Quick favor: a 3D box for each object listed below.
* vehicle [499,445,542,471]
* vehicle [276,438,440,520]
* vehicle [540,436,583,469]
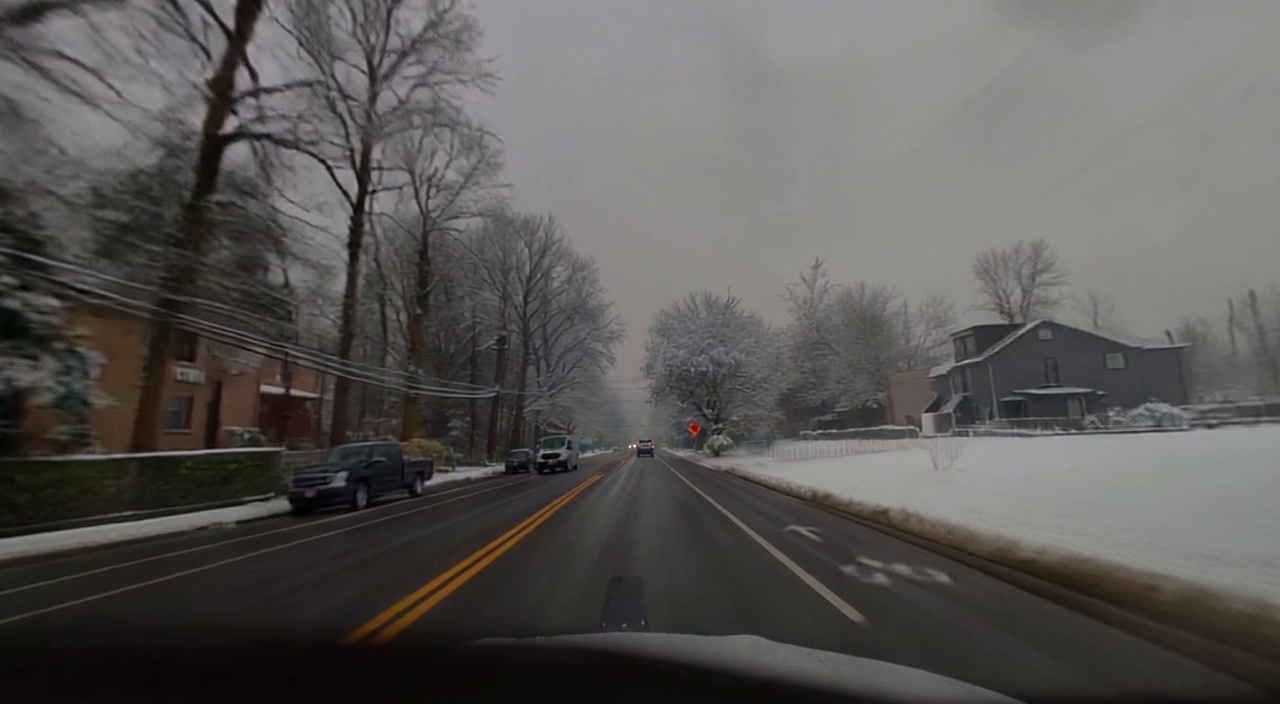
[{"bbox_3d":[-8.346,7.418,44.372,2.107,1.745,4.569,0,-8,0],"label":"vehicle"},{"bbox_3d":[-8.270,3.688,19.341,2.422,1.855,6.165,-4,-7,-2],"label":"vehicle"},{"bbox_3d":[-5.685,7.372,46.487,2.517,2.323,5.205,0,-8,0],"label":"vehicle"}]
